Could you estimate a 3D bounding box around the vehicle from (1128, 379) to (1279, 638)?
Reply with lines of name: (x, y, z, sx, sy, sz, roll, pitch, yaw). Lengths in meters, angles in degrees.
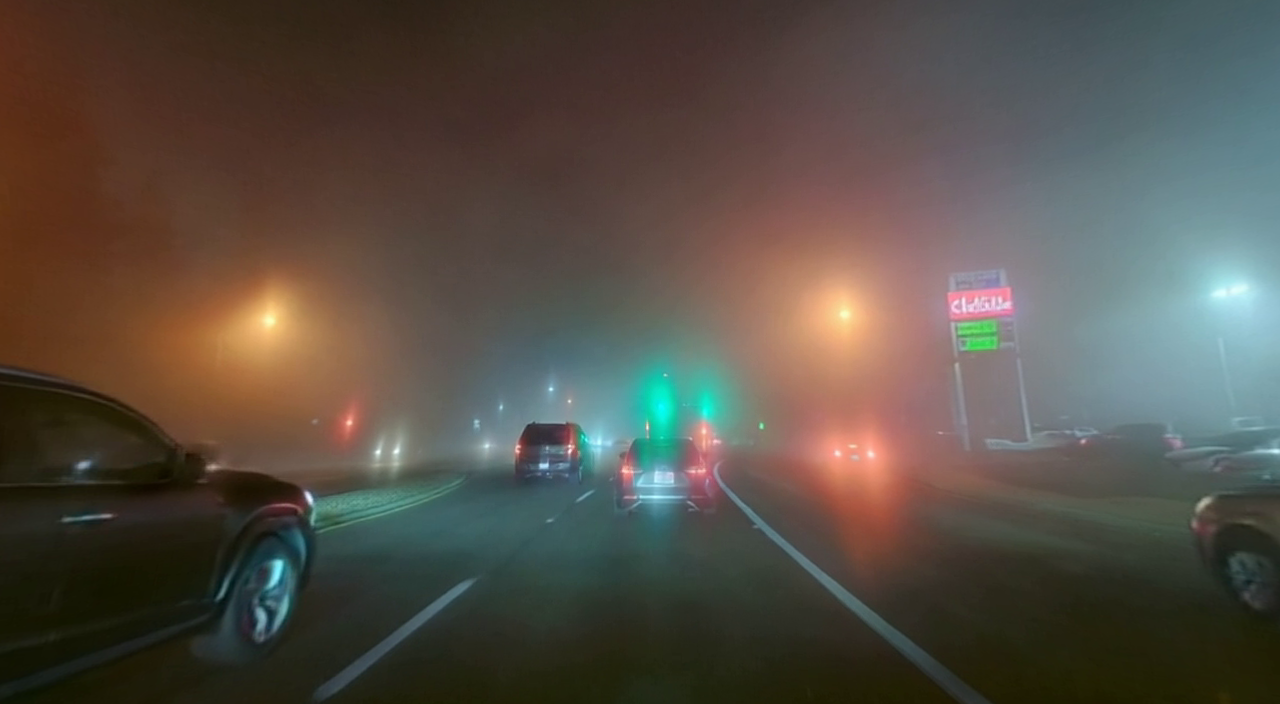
vehicle: (5.507, 0.920, 3.226, 2.141, 1.794, 4.933, 0, -8, 2)

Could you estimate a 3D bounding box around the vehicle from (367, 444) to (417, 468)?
vehicle: (-16.702, 6.983, 42.620, 1.880, 1.470, 4.514, 0, -8, -5)

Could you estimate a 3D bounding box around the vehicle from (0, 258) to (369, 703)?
vehicle: (-3.023, 0.651, 2.022, 2.124, 1.829, 4.799, 0, -8, 0)

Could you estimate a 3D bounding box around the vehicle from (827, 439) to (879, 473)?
vehicle: (10.214, 4.970, 30.455, 1.900, 1.507, 4.151, -2, -9, 13)

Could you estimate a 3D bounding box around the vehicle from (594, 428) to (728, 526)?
vehicle: (0.310, 2.233, 11.844, 2.061, 1.494, 4.079, 0, -8, 0)

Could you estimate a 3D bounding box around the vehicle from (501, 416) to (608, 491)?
vehicle: (-2.360, 3.018, 18.997, 2.289, 1.935, 5.227, 0, -8, 2)
